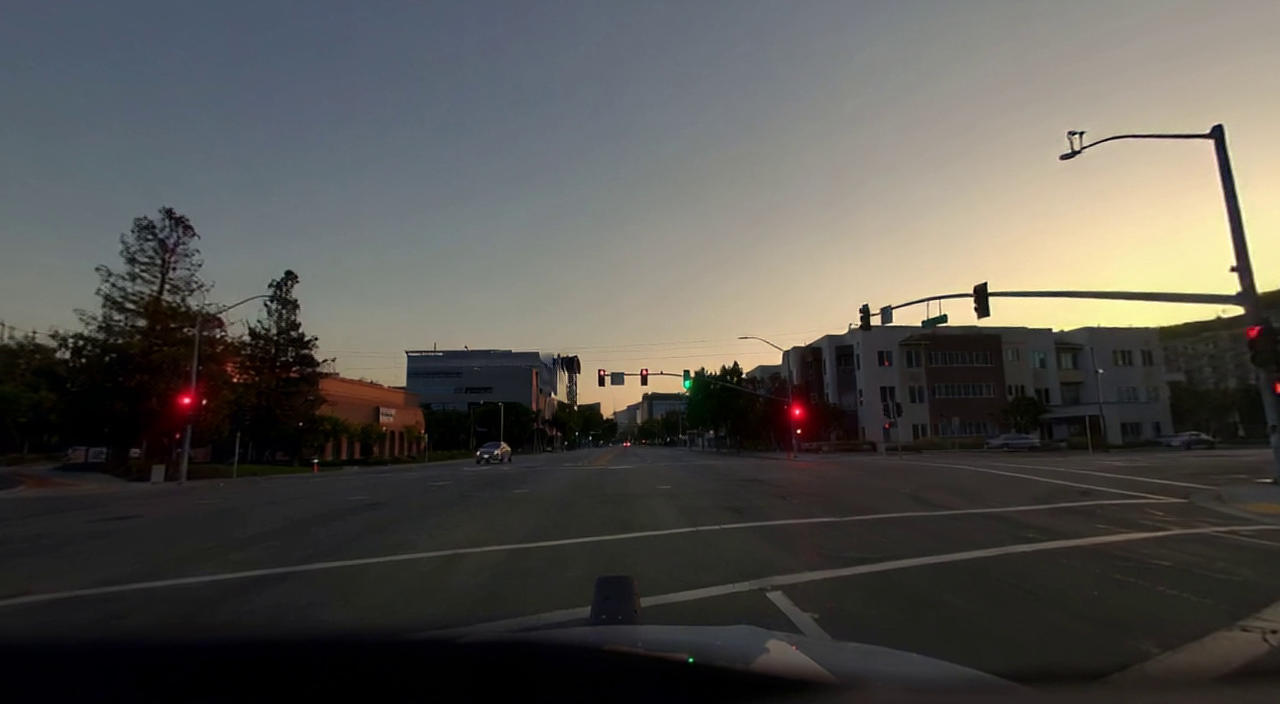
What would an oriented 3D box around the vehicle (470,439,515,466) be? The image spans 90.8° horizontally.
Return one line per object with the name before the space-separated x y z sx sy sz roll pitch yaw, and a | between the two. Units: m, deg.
vehicle | -9.732 6.669 42.007 1.988 1.692 4.412 0 -8 0
